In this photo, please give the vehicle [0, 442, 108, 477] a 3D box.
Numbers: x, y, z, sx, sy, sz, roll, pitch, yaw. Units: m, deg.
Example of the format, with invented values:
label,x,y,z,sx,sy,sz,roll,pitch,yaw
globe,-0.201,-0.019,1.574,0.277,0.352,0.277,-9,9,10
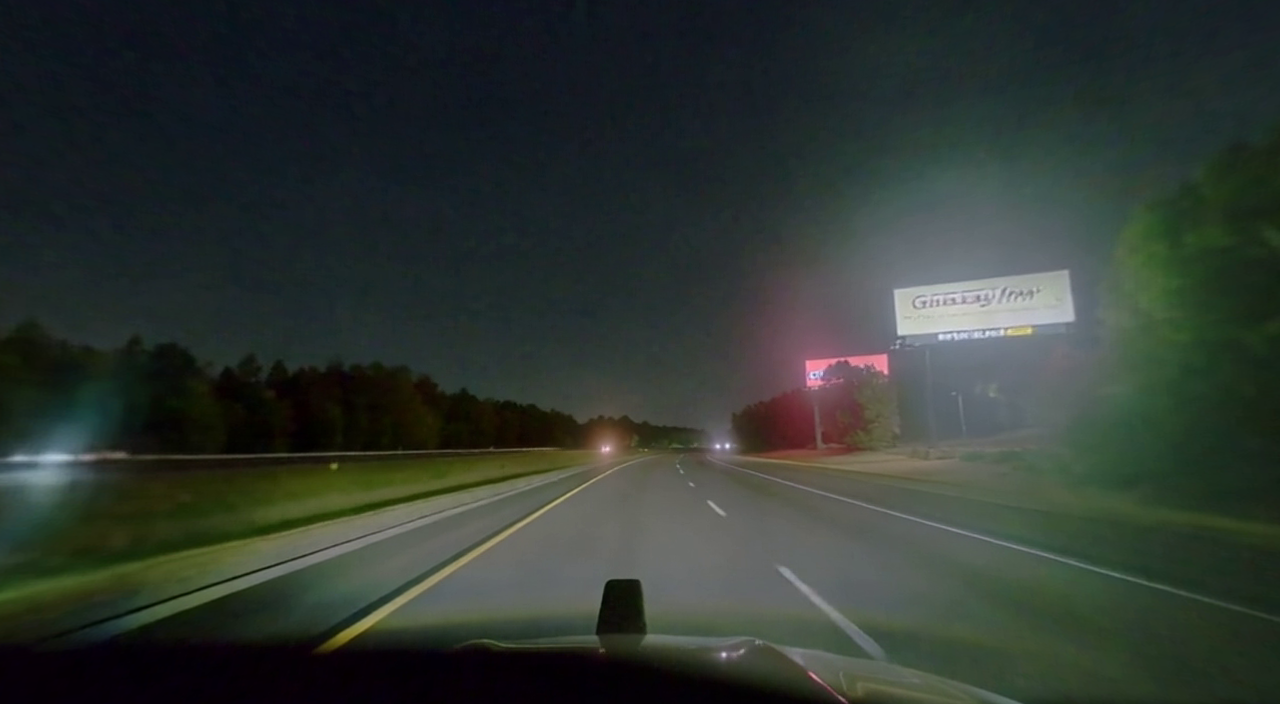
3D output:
label,x,y,z,sx,sy,sz,roll,pitch,yaw
vehicle,-27.945,5.008,29.676,1.845,1.504,4.445,0,-8,2
